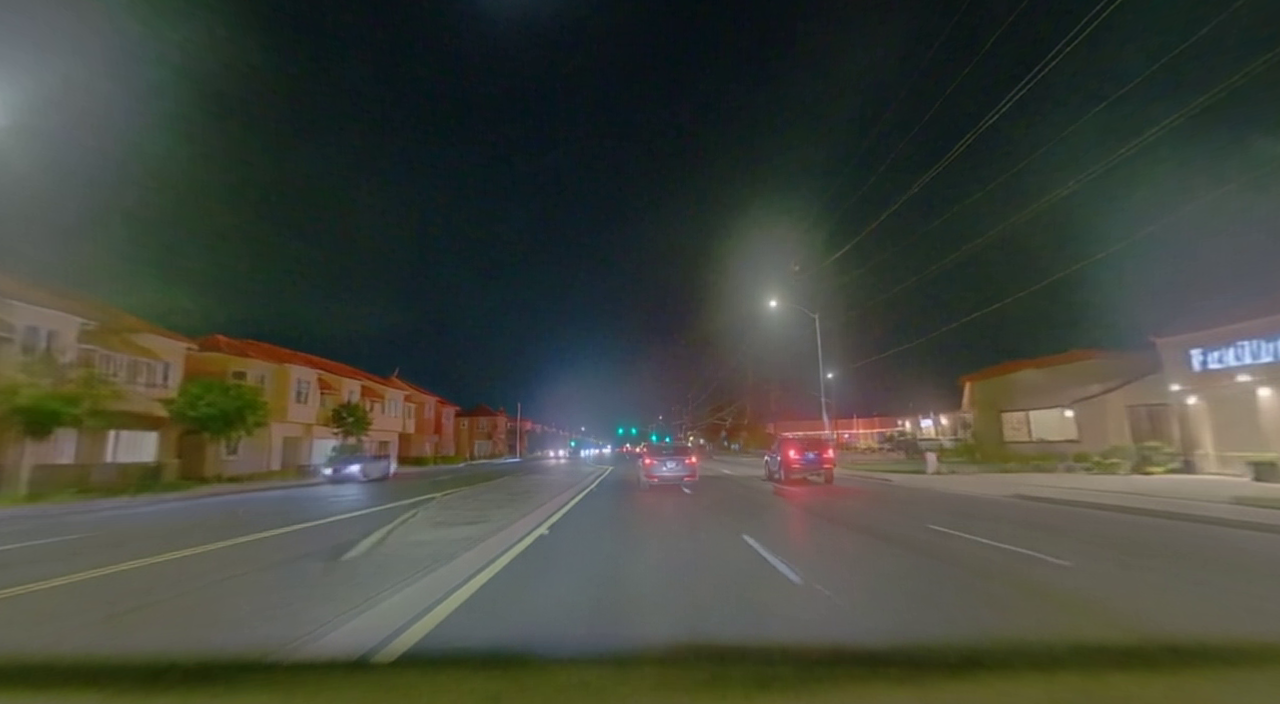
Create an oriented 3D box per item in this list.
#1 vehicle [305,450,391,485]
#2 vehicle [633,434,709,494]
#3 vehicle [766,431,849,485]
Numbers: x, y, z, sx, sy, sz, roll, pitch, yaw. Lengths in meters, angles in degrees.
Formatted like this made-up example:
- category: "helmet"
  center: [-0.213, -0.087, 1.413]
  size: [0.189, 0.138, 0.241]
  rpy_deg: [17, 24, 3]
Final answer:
- category: "vehicle"
  center: [-14.018, 5.539, 30.538]
  size: [1.988, 1.522, 4.396]
  rpy_deg: [0, -9, 1]
- category: "vehicle"
  center: [0.859, 3.541, 20.177]
  size: [2.138, 1.702, 4.168]
  rpy_deg: [0, -9, -1]
- category: "vehicle"
  center: [6.409, 4.102, 24.635]
  size: [2.061, 1.889, 4.268]
  rpy_deg: [0, -9, 0]
